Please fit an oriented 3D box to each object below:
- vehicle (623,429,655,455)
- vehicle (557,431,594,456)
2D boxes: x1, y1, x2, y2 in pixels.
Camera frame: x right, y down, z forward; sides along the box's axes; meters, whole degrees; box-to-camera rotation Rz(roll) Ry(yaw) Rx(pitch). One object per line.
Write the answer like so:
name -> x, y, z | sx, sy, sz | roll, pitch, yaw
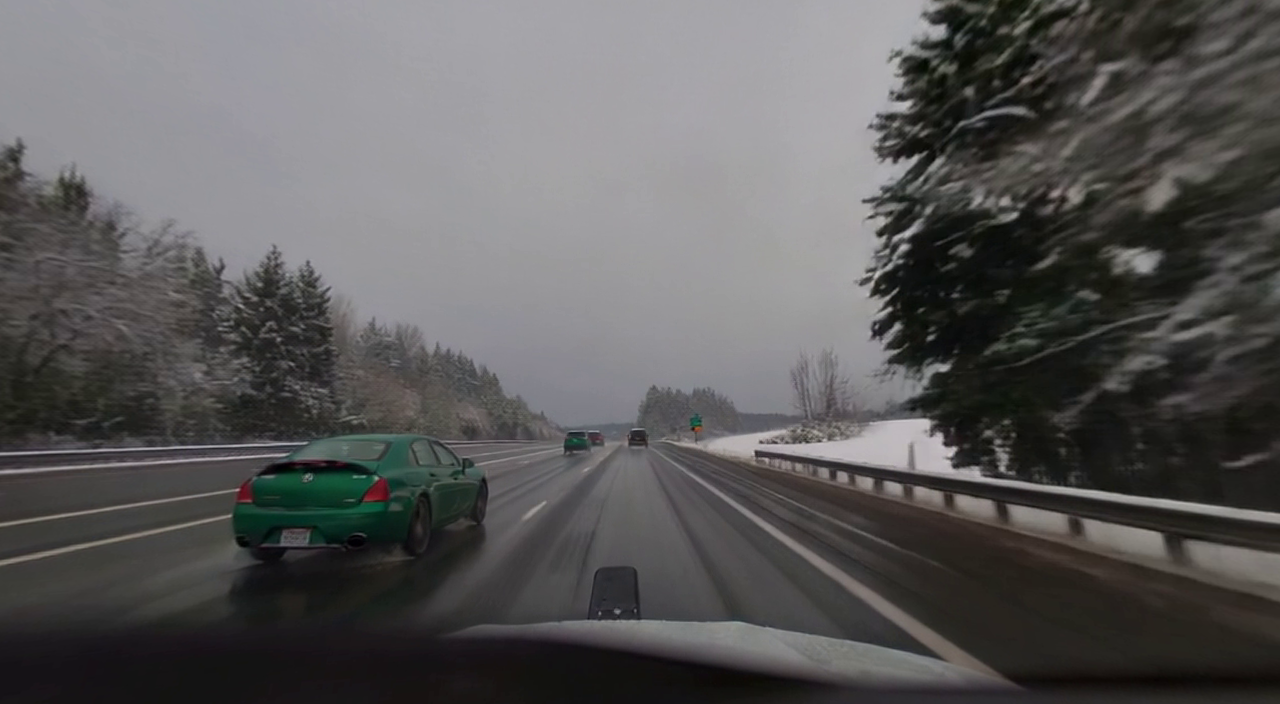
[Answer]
vehicle -> -0.080, 6.573, 46.155 | 2.170, 1.790, 4.490 | 0, -8, 0
vehicle -> -4.269, 6.098, 42.157 | 2.055, 1.610, 4.116 | 0, -8, 0
